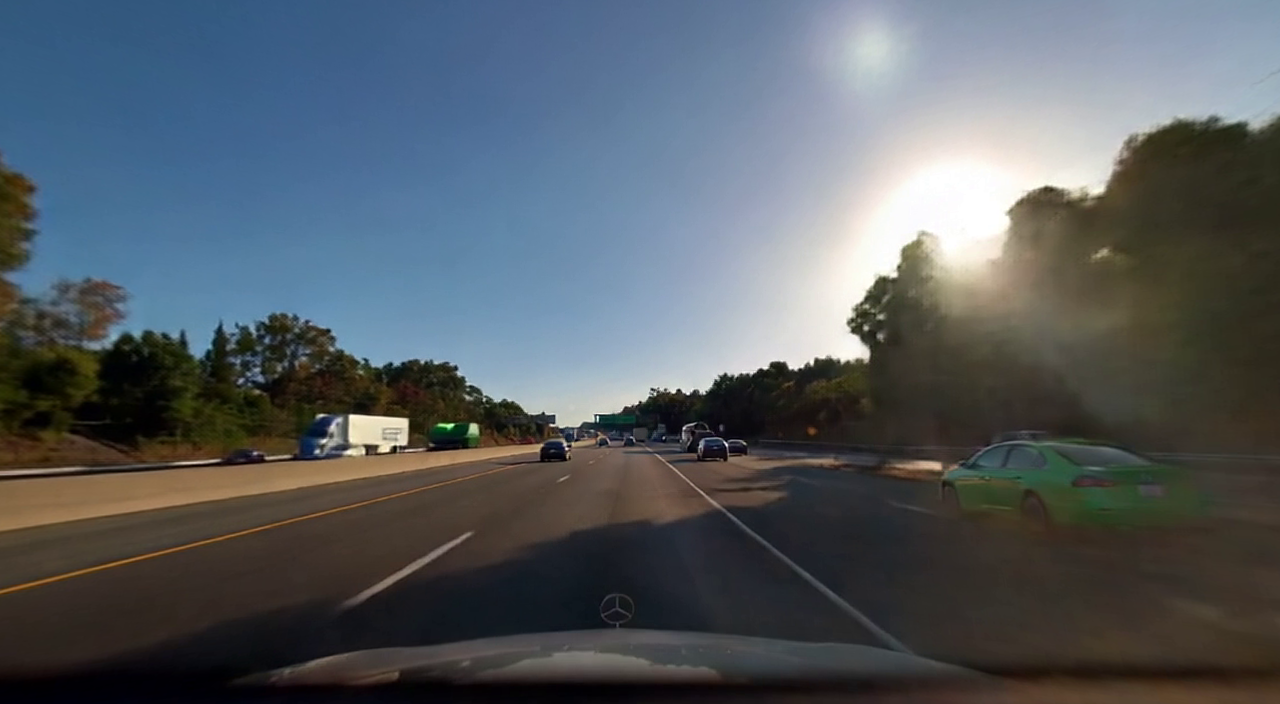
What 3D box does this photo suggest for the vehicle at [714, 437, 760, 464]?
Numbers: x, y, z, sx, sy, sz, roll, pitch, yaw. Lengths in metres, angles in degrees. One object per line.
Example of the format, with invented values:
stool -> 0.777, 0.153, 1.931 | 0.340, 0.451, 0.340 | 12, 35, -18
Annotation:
vehicle -> 5.489, 5.617, 36.020 | 1.920, 1.436, 3.890 | 0, -8, -2

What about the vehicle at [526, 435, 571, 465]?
vehicle -> -5.058, 5.450, 35.293 | 1.966, 1.570, 3.859 | 0, -8, -1

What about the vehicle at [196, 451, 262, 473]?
vehicle -> -31.291, 8.391, 48.111 | 1.788, 1.438, 4.427 | -2, -7, 6

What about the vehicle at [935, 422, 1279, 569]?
vehicle -> 6.110, 1.753, 8.613 | 2.028, 1.488, 4.236 | 0, -8, -1

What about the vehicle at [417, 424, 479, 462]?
vehicle -> -14.007, 6.666, 46.527 | 2.436, 2.595, 7.097 | 0, -8, -1
